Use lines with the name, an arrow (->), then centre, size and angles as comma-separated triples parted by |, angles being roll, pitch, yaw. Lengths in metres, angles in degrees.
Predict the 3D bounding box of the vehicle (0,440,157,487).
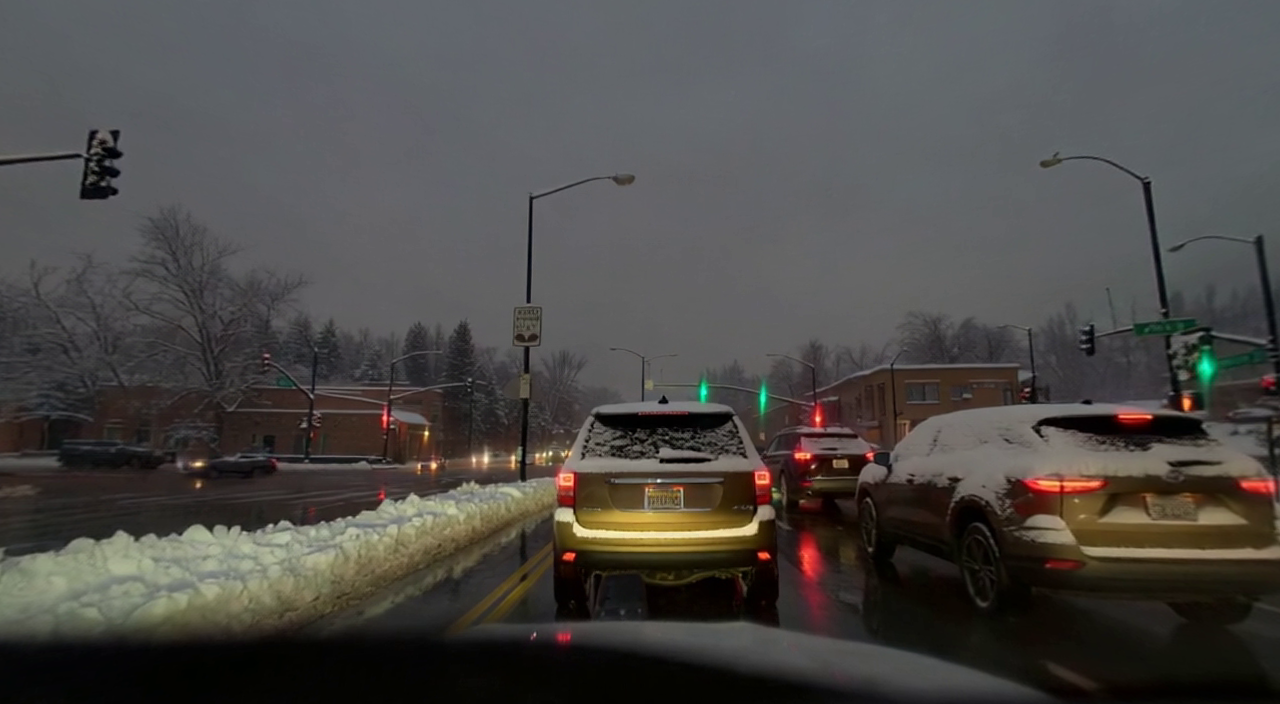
vehicle -> -24.559, 4.838, 27.551 | 5.062, 1.946, 2.243 | 0, -9, -1

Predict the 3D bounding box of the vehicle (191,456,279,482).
vehicle -> -24.889, 7.177, 38.980 | 4.255, 1.444, 1.864 | 4, -9, -24

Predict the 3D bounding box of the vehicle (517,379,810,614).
vehicle -> 0.228, 1.470, 7.258 | 2.292, 1.840, 4.394 | 0, -9, 1

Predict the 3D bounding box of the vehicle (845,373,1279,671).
vehicle -> 3.564, 1.295, 5.841 | 2.018, 1.701, 4.288 | 0, -9, 2
